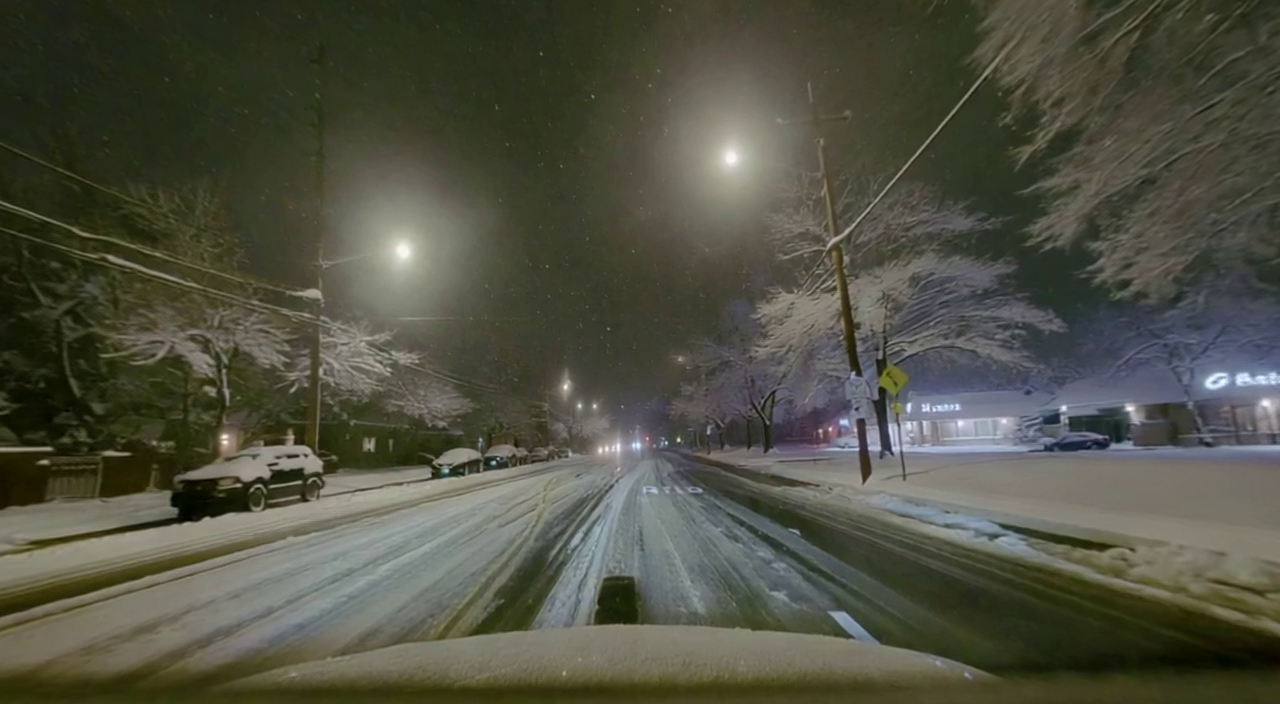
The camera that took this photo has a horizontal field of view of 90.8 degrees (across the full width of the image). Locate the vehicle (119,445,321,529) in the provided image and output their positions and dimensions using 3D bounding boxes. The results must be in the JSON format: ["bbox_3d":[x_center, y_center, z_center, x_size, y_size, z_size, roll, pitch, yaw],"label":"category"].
[{"bbox_3d":[-11.098,3.530,17.308,2.135,1.802,4.910,-2,-7,1],"label":"vehicle"}]

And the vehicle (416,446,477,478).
[{"bbox_3d":[-11.123,6.323,36.729,1.950,1.720,4.868,0,-8,1],"label":"vehicle"}]

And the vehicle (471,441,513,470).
[{"bbox_3d":[-10.993,7.702,47.238,2.015,1.884,4.488,-6,-8,-2],"label":"vehicle"}]

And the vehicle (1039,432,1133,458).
[{"bbox_3d":[30.850,6.454,43.883,1.960,1.670,4.863,4,-9,-25],"label":"vehicle"}]
